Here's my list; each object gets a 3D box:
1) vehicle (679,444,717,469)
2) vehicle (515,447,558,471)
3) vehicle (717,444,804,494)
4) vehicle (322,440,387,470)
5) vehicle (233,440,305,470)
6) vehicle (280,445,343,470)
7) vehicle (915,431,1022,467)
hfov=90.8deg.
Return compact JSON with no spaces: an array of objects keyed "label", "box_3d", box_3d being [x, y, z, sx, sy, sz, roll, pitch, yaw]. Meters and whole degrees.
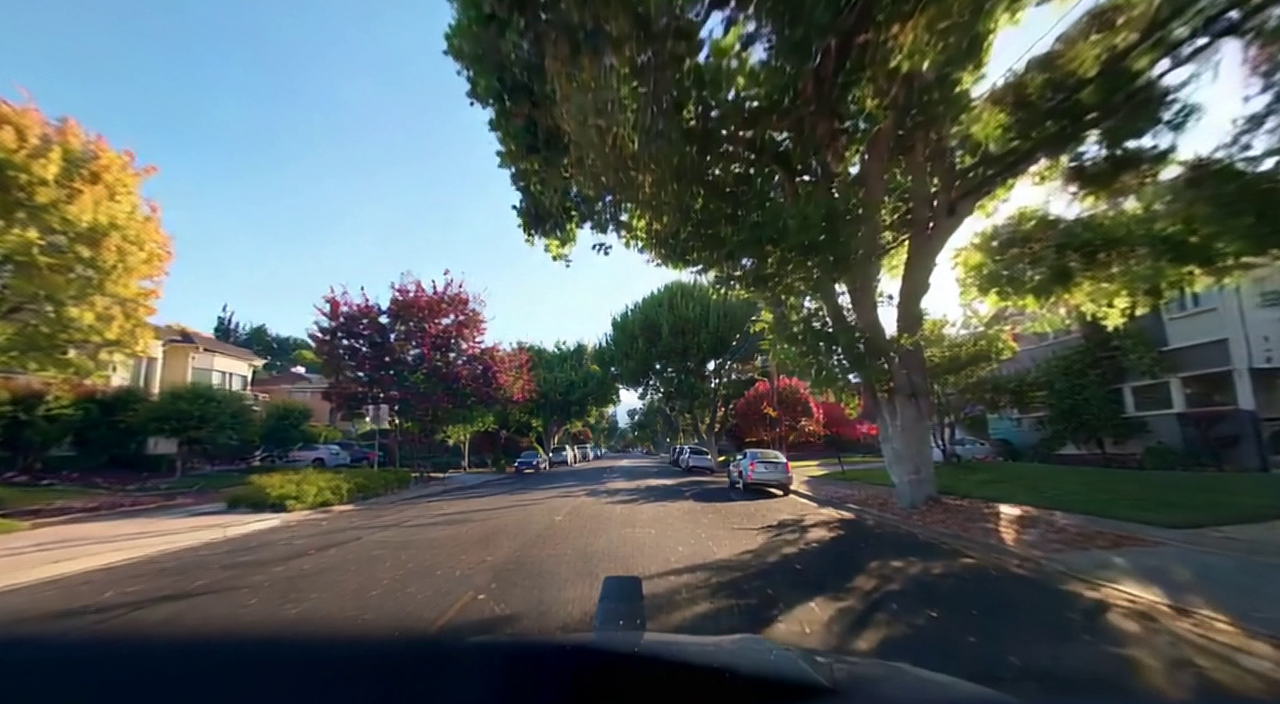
[{"label":"vehicle","box_3d":[3.511,6.432,38.890,1.763,1.432,4.323,0,-9,-2]},{"label":"vehicle","box_3d":[-6.616,6.886,40.801,2.031,1.454,4.410,0,-9,-1]},{"label":"vehicle","box_3d":[3.719,3.682,20.239,1.782,1.439,4.037,0,-9,-3]},{"label":"vehicle","box_3d":[-17.987,6.514,40.049,1.925,1.750,4.489,0,-9,1]},{"label":"vehicle","box_3d":[-23.243,6.481,39.783,1.879,1.761,4.199,0,-9,1]},{"label":"vehicle","box_3d":[-20.377,6.544,39.375,1.791,1.500,3.846,0,-9,1]},{"label":"vehicle","box_3d":[16.718,4.972,32.321,4.355,1.674,1.914,-1,-9,1]}]
